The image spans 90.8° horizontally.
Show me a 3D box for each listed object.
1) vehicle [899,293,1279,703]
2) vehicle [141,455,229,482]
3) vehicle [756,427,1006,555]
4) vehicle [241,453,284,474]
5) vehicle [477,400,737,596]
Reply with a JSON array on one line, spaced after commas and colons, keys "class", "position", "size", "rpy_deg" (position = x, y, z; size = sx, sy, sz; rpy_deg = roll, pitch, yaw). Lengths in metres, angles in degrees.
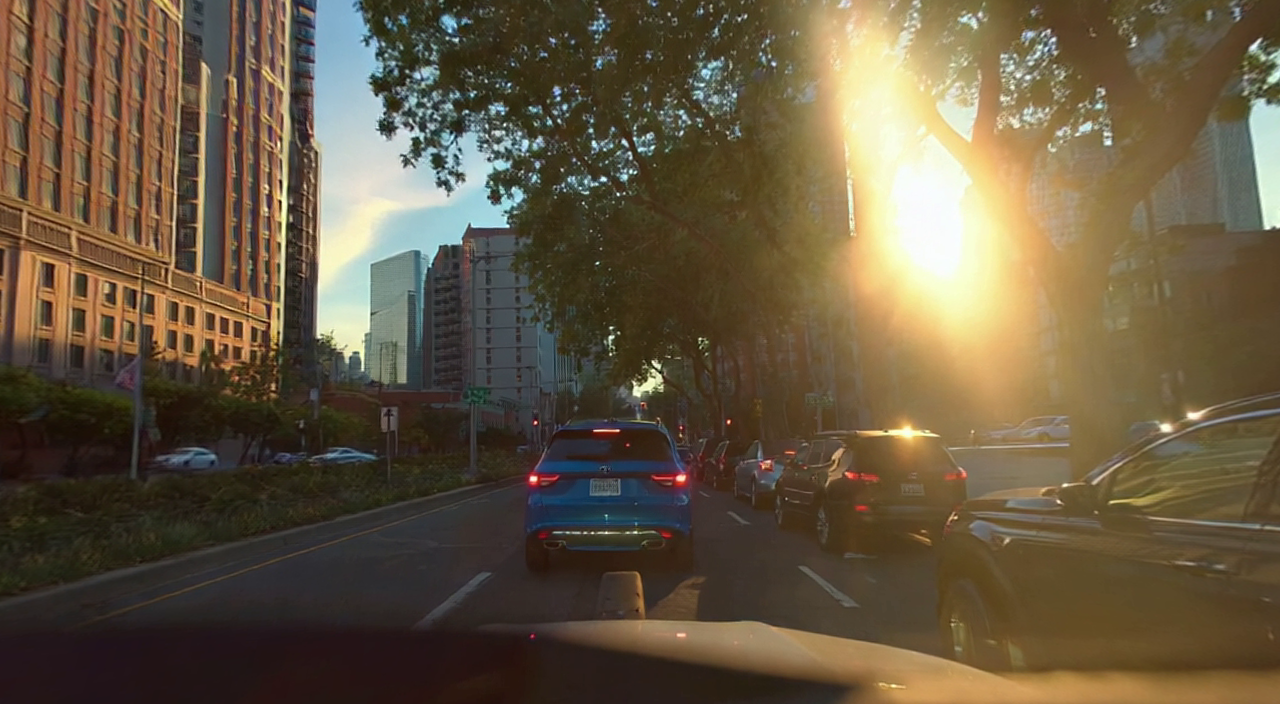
[{"class": "vehicle", "position": [2.996, 0.750, 2.251], "size": [2.063, 1.760, 4.664], "rpy_deg": [0, -9, -1]}, {"class": "vehicle", "position": [-27.617, 7.059, 38.561], "size": [1.967, 1.428, 4.832], "rpy_deg": [0, -9, -3]}, {"class": "vehicle", "position": [3.280, 1.986, 9.819], "size": [1.941, 1.482, 4.632], "rpy_deg": [0, -9, -2]}, {"class": "vehicle", "position": [-28.808, 8.466, 48.122], "size": [1.960, 1.459, 4.699], "rpy_deg": [7, -11, -40]}, {"class": "vehicle", "position": [-0.337, 1.579, 7.619], "size": [2.249, 1.684, 4.084], "rpy_deg": [0, -9, -2]}]
